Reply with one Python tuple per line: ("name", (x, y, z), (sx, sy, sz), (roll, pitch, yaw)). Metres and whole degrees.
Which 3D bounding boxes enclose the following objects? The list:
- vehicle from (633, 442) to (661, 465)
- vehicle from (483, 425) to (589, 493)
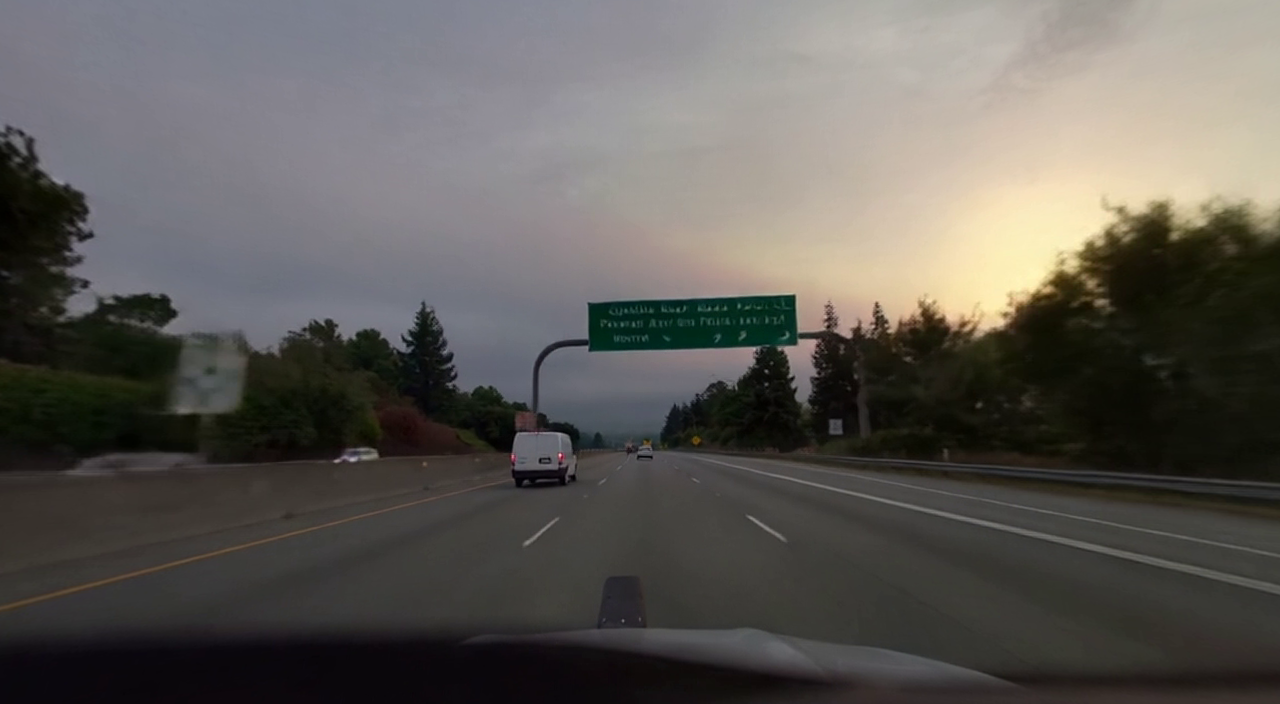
("vehicle", (0.514, 7.794, 48.544), (2.067, 1.690, 3.901), (0, -9, 0))
("vehicle", (-3.242, 3.548, 21.193), (2.572, 1.927, 5.803), (0, -9, 0))
